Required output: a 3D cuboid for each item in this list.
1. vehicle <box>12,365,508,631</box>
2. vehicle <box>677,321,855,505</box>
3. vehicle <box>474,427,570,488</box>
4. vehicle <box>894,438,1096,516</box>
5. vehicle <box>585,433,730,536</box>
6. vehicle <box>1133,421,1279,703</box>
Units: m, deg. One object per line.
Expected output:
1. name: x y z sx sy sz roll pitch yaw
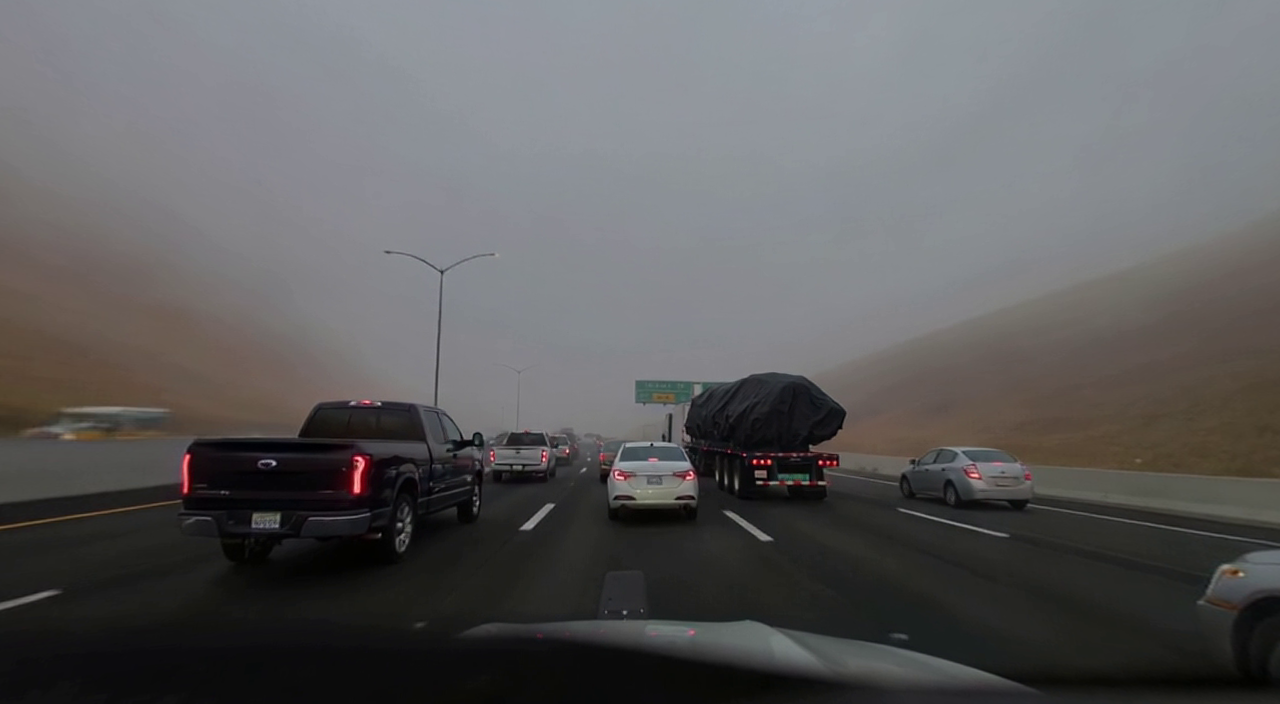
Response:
1. vehicle: -3.288 1.422 7.272 2.318 1.902 5.374 0 -8 1
2. vehicle: 3.119 2.106 19.597 2.759 4.098 10.906 0 -8 -3
3. vehicle: -3.825 3.536 21.508 2.348 1.821 5.061 0 -8 -1
4. vehicle: 7.754 2.733 14.378 2.092 1.495 4.194 0 -8 -1
5. vehicle: 0.207 2.214 11.189 2.105 1.471 3.978 0 -8 -1
6. vehicle: 3.594 0.751 0.759 2.169 1.447 4.817 0 -8 1
